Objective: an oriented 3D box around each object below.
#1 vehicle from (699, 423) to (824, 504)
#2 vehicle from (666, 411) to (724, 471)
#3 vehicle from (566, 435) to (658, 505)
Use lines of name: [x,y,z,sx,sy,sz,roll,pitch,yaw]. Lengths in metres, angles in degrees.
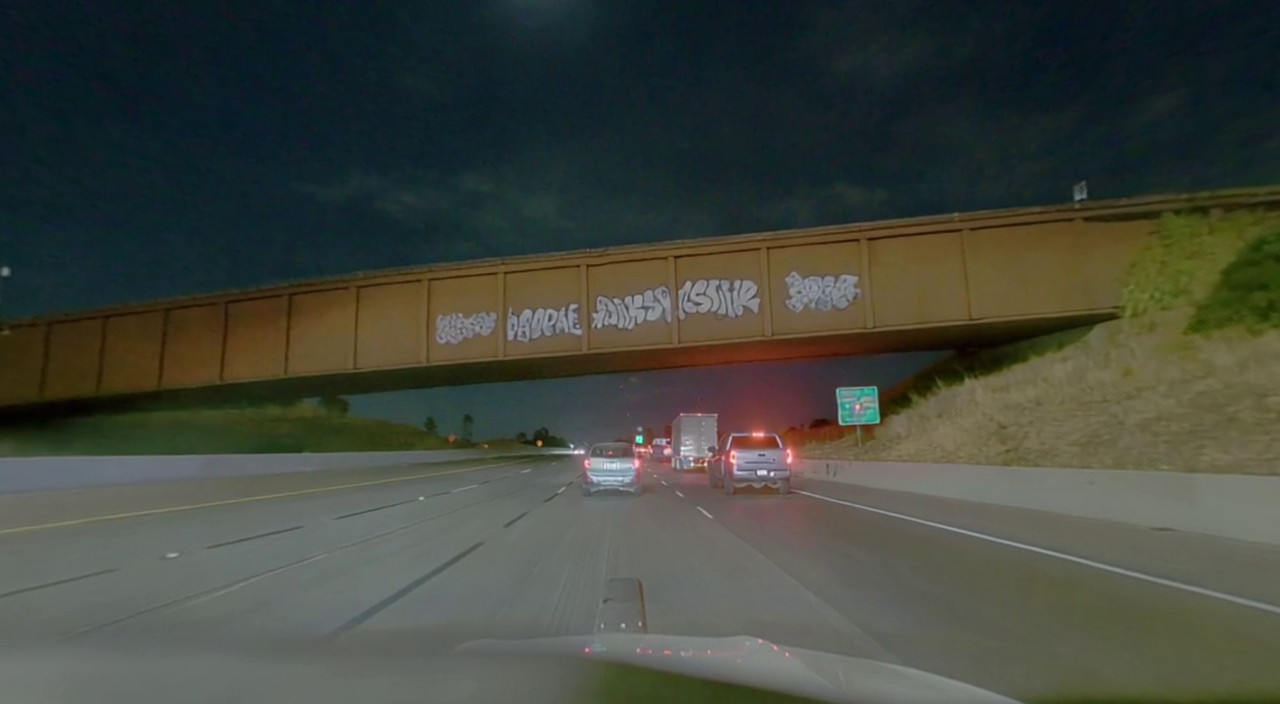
vehicle: [3.196,3.117,18.152,2.311,1.922,5.977,0,-8,-1]
vehicle: [3.320,5.681,40.119,2.873,3.408,7.323,0,-8,-1]
vehicle: [-0.701,3.120,17.104,2.193,1.651,3.946,0,-8,-1]
